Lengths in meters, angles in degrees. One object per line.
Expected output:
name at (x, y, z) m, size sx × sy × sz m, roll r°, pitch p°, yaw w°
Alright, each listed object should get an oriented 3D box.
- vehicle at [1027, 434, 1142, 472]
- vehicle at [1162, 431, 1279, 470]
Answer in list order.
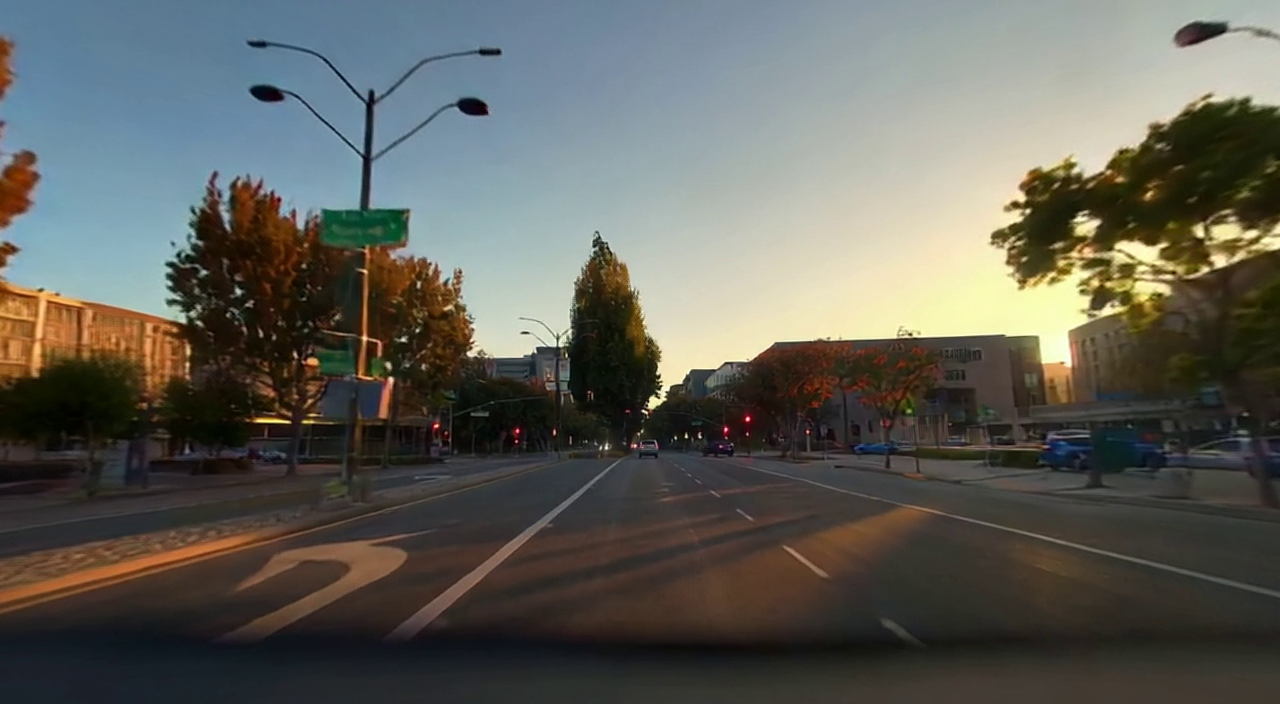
vehicle at (19.225, 4.377, 27.561) m, size 1.842 × 1.495 × 4.474 m, roll 0°, pitch -8°, yaw 2°
vehicle at (24.867, 4.211, 26.963) m, size 1.736 × 1.516 × 4.047 m, roll -1°, pitch -8°, yaw 3°
